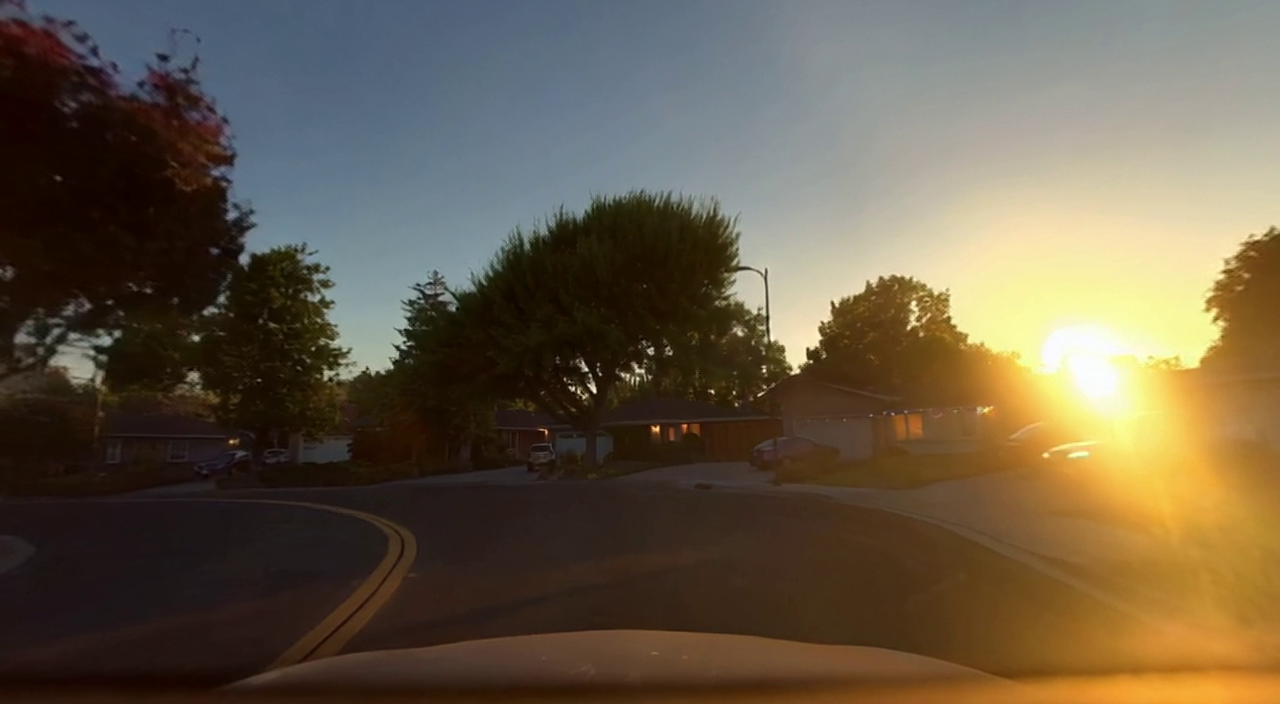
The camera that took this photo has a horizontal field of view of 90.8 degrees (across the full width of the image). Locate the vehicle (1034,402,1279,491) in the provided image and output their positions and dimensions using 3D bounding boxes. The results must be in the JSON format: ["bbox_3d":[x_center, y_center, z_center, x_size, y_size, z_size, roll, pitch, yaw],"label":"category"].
[{"bbox_3d":[11.793,2.127,14.296,4.327,1.573,1.967,-4,-9,0],"label":"vehicle"}]

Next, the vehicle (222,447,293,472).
[{"bbox_3d":[-24.546,6.895,40.747,1.933,1.477,4.361,0,-9,-1],"label":"vehicle"}]

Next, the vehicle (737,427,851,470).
[{"bbox_3d":[7.018,4.347,28.622,4.799,1.451,2.144,0,-7,-32],"label":"vehicle"}]

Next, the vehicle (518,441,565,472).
[{"bbox_3d":[-5.443,5.786,35.374,1.819,1.442,4.329,-1,-6,2],"label":"vehicle"}]

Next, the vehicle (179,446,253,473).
[{"bbox_3d":[-27.194,6.898,40.712,2.042,1.633,4.132,0,-9,-3],"label":"vehicle"}]
